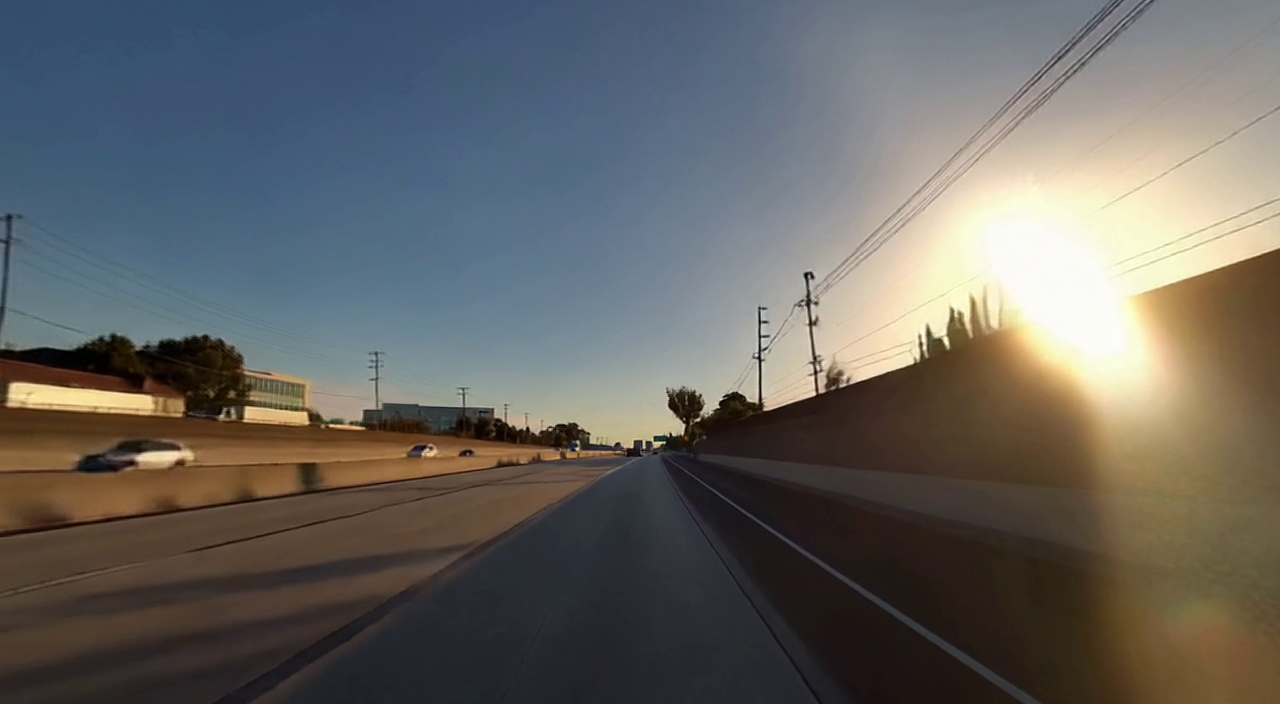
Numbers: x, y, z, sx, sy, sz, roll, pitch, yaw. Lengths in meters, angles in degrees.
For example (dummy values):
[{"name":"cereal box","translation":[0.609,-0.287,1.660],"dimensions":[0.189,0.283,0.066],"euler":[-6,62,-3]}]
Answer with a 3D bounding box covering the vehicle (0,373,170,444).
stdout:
[{"name":"vehicle","translation":[-42.086,4.443,46.079],"dimensions":[2.772,3.914,15.512],"euler":[-4,-10,3]}]
